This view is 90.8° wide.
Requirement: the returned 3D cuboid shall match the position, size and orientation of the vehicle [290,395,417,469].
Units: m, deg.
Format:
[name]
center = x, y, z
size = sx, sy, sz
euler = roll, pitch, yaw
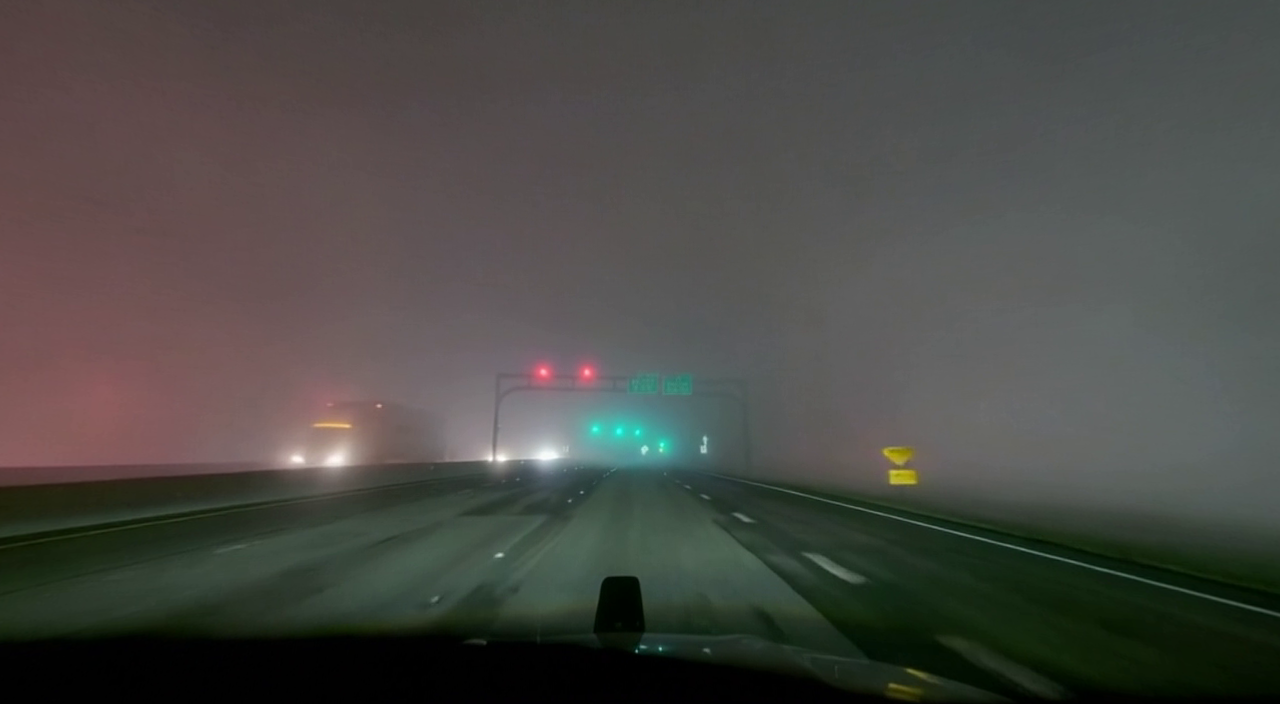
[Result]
[vehicle]
center = -16.520, 4.903, 37.584
size = 3.030, 3.757, 10.391
euler = 0, -9, -2
